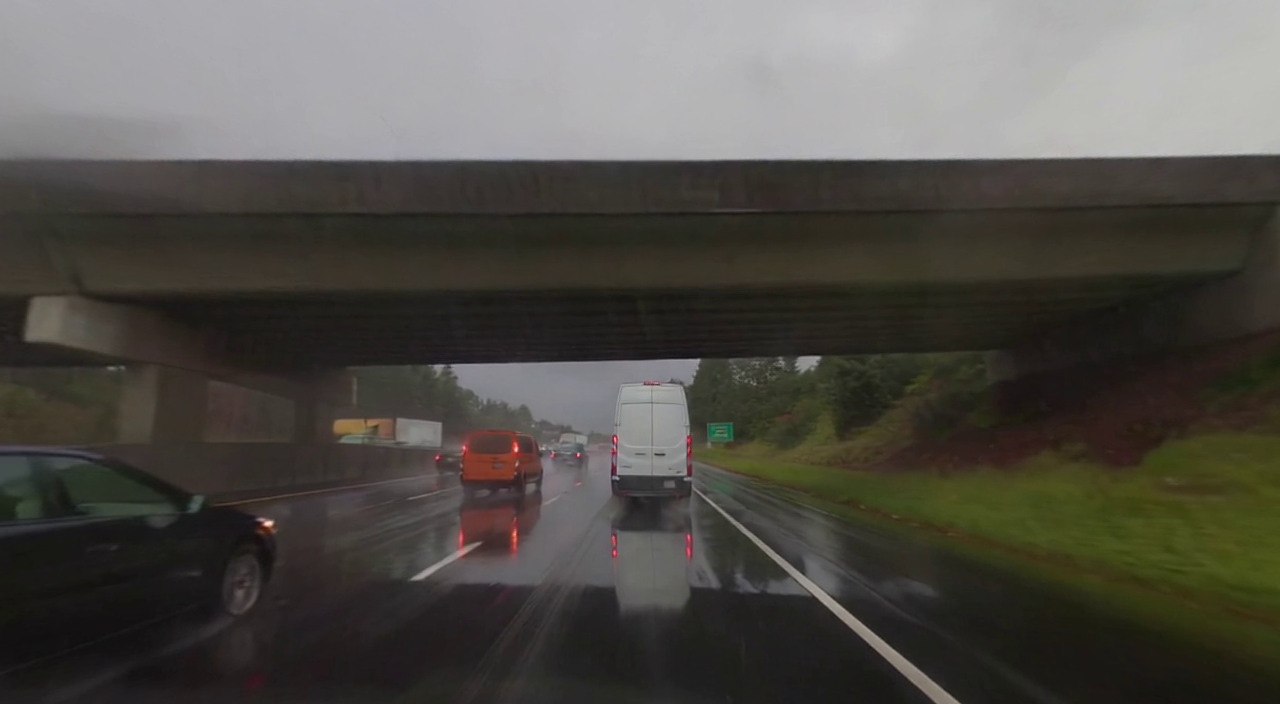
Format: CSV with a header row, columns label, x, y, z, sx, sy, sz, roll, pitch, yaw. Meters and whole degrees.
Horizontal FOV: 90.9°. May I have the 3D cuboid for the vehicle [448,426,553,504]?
label,x,y,z,sx,sy,sz,roll,pitch,yaw
vehicle,-3.679,3.073,17.416,1.951,1.882,3.979,0,-9,0

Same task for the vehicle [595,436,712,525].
label,x,y,z,sx,sy,sz,roll,pitch,yaw
vehicle,0.220,2.479,12.559,1.991,1.507,3.391,0,-9,0

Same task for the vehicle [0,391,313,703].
label,x,y,z,sx,sy,sz,roll,pitch,yaw
vehicle,-3.803,1.091,3.664,1.845,1.554,3.565,0,-9,0

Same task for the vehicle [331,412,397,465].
label,x,y,z,sx,sy,sz,roll,pitch,yaw
vehicle,-18.882,5.956,43.315,2.996,3.451,2.930,0,-9,1

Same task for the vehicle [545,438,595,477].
label,x,y,z,sx,sy,sz,roll,pitch,yaw
vehicle,-3.517,5.431,32.488,2.068,1.862,4.234,0,-9,1

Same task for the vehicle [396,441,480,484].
label,x,y,z,sx,sy,sz,roll,pitch,yaw
vehicle,-8.373,4.613,26.554,2.093,1.675,4.233,0,-9,0
